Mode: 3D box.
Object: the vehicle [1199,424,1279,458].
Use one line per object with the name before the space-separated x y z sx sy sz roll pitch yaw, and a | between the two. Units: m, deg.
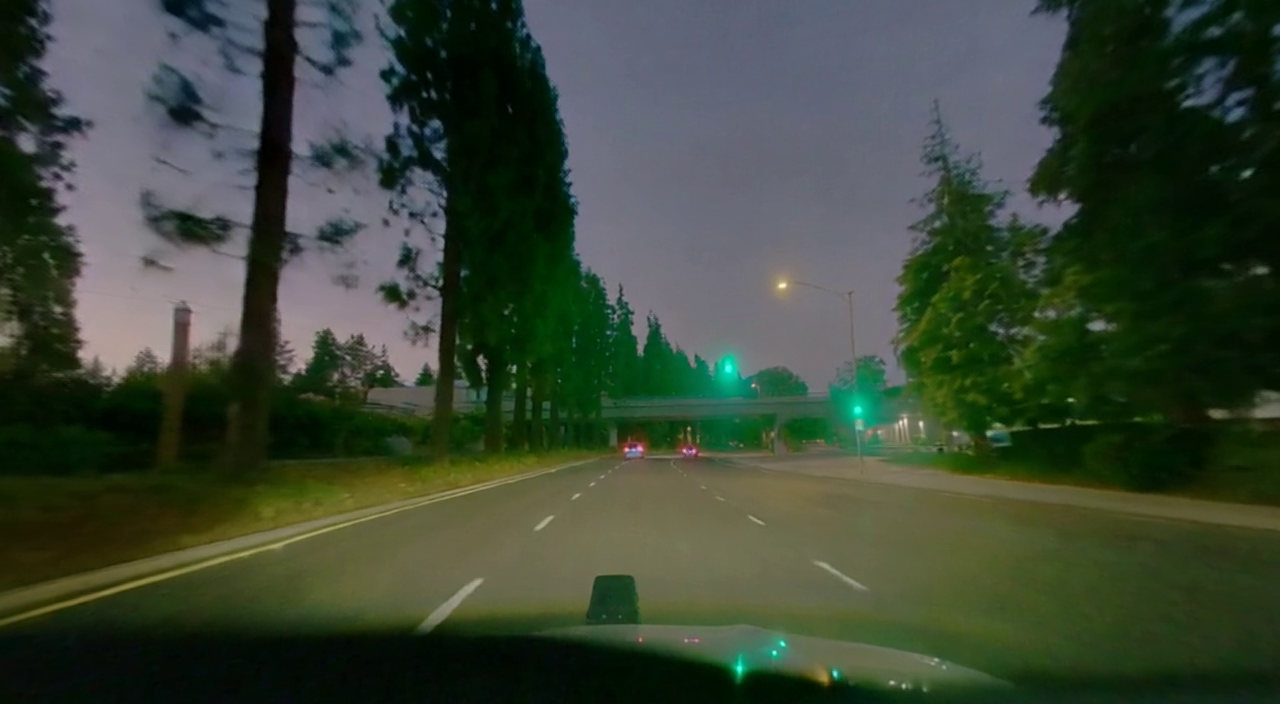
vehicle | 30.089 4.314 30.789 3.796 1.461 1.695 -4 -9 6
